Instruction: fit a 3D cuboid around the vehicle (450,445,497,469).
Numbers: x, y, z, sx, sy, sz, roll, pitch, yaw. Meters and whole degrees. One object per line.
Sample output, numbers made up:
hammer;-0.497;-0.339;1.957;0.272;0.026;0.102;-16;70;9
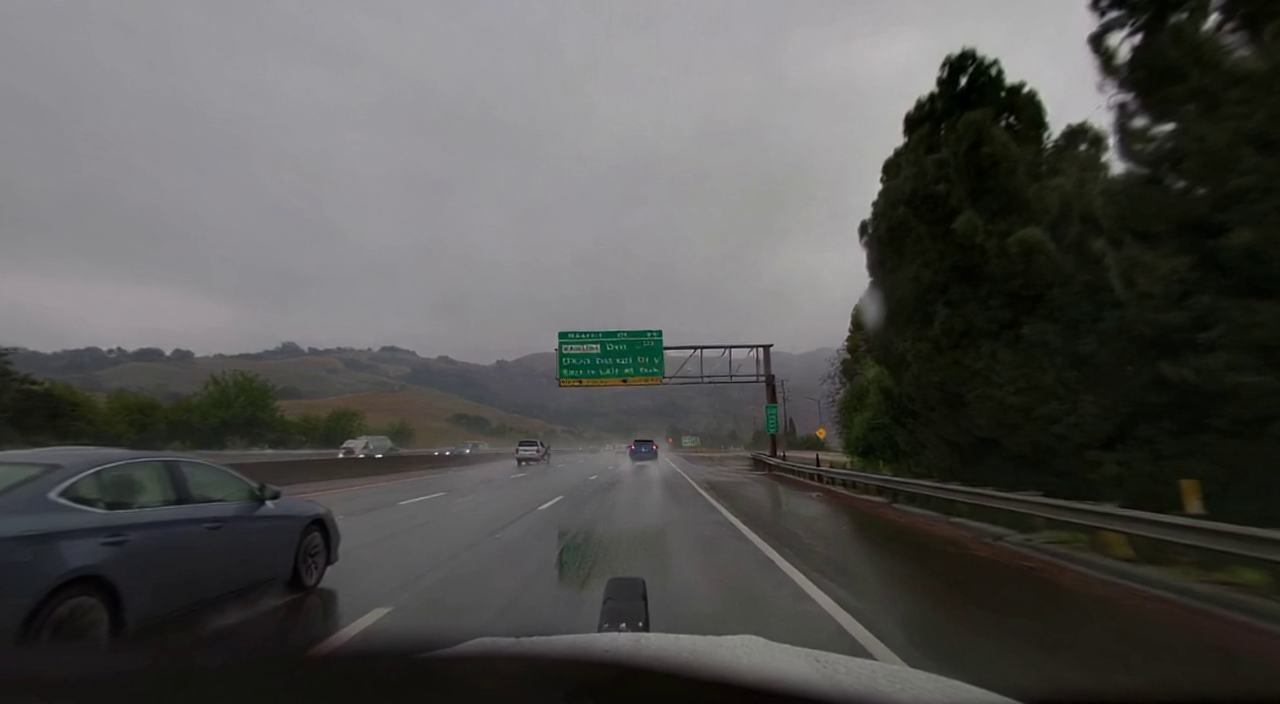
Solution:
vehicle;-11.126;7.033;42.494;1.938;1.480;4.329;0;-8;1

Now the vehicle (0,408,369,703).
vehicle;-3.545;1.135;3.461;1.967;1.517;4.808;0;-8;0

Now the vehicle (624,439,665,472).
vehicle;0.242;5.851;35.945;2.194;1.737;4.127;0;-8;-1

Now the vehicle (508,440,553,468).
vehicle;-7.224;6.778;42.101;2.091;1.775;4.601;0;-8;1
